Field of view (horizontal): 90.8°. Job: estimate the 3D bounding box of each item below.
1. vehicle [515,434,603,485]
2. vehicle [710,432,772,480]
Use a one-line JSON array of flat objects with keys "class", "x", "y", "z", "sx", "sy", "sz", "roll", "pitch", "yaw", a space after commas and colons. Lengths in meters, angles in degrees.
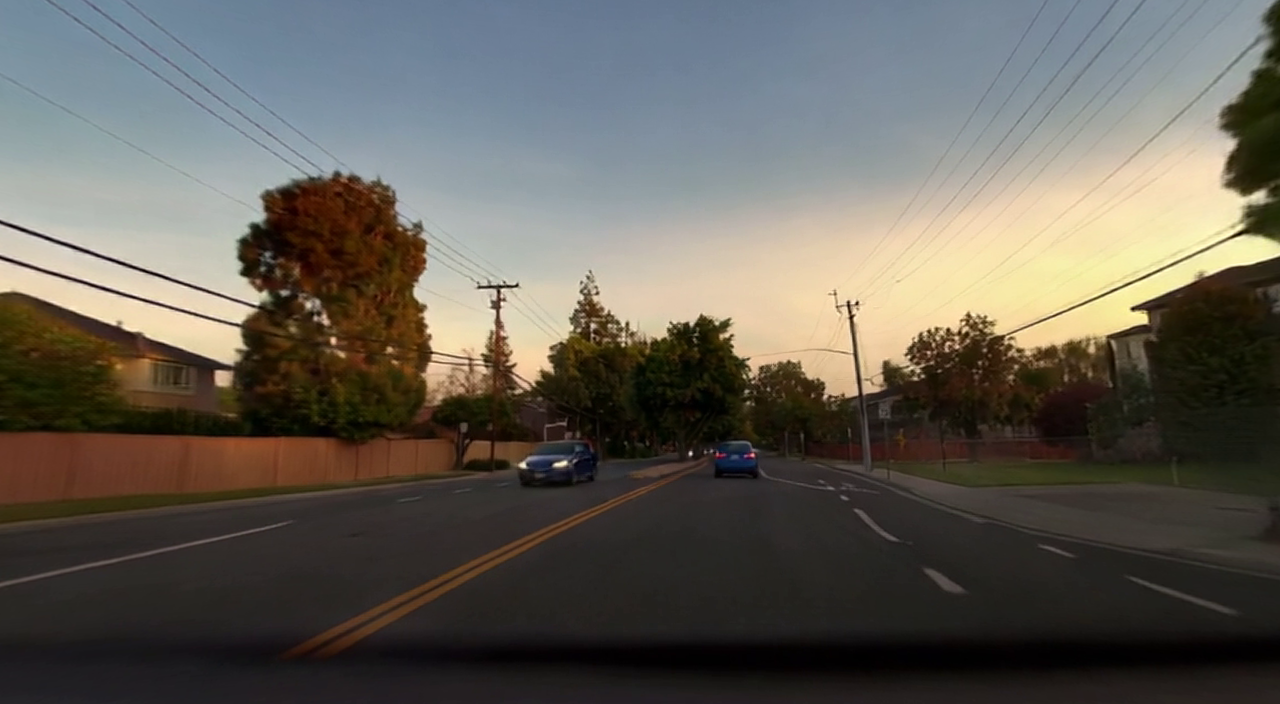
[{"class": "vehicle", "x": -2.829, "y": 3.899, "z": 23.301, "sx": 2.226, "sy": 1.664, "sz": 4.342, "roll": -1, "pitch": -8, "yaw": 6}, {"class": "vehicle", "x": 3.905, "y": 3.989, "z": 24.533, "sx": 2.139, "sy": 1.699, "sz": 3.916, "roll": -1, "pitch": -8, "yaw": 9}]
